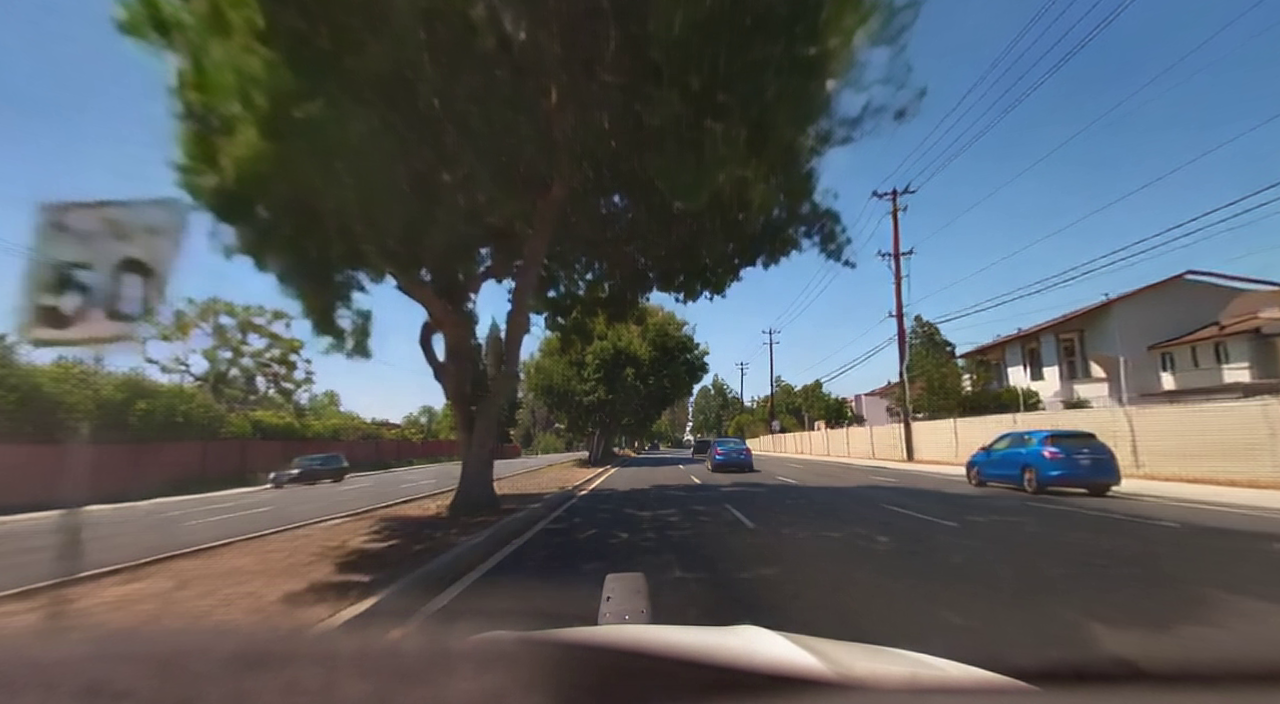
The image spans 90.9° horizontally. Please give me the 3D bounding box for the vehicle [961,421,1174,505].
[{"bbox_3d":[9.884,2.611,15.159,1.978,1.700,4.461,0,-8,0],"label":"vehicle"}]

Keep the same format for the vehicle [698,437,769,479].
[{"bbox_3d":[3.499,4.059,24.403,2.063,1.481,4.247,0,-8,0],"label":"vehicle"}]

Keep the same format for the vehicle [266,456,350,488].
[{"bbox_3d":[-17.444,6.282,33.383,1.952,1.468,4.487,0,-8,1],"label":"vehicle"}]
